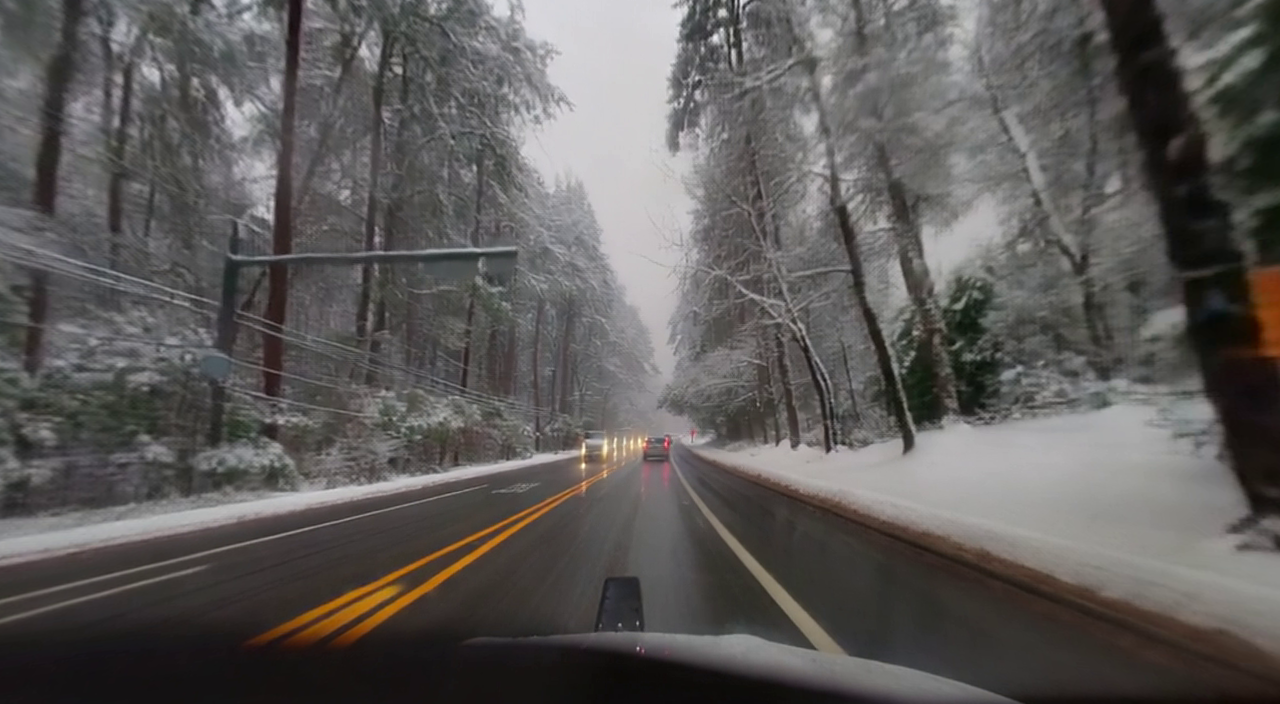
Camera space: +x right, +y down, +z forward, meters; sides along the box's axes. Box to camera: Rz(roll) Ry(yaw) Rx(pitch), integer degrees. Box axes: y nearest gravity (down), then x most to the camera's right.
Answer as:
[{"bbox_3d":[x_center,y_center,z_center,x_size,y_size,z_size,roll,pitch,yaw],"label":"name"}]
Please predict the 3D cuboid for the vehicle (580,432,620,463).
[{"bbox_3d":[-3.025,7.373,48.893,2.479,2.208,5.780,-1,-9,3],"label":"vehicle"}]

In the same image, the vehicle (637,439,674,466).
[{"bbox_3d":[0.948,5.986,37.782,2.067,1.486,3.861,-1,-9,2],"label":"vehicle"}]
